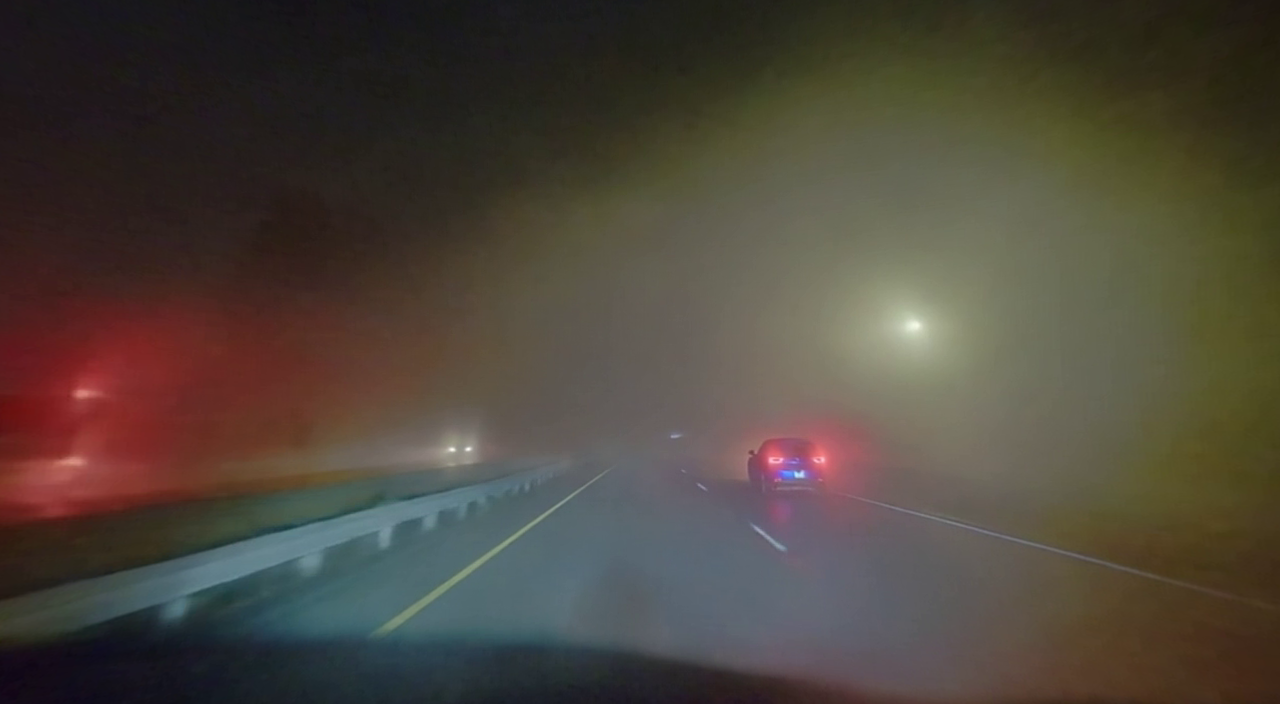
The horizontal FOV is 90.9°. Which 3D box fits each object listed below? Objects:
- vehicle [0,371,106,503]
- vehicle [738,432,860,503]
[{"bbox_3d":[-22.436,2.094,15.925,3.284,4.203,16.559,-1,-8,1],"label":"vehicle"},{"bbox_3d":[3.771,2.821,15.757,1.997,1.515,4.025,0,-9,0],"label":"vehicle"}]
